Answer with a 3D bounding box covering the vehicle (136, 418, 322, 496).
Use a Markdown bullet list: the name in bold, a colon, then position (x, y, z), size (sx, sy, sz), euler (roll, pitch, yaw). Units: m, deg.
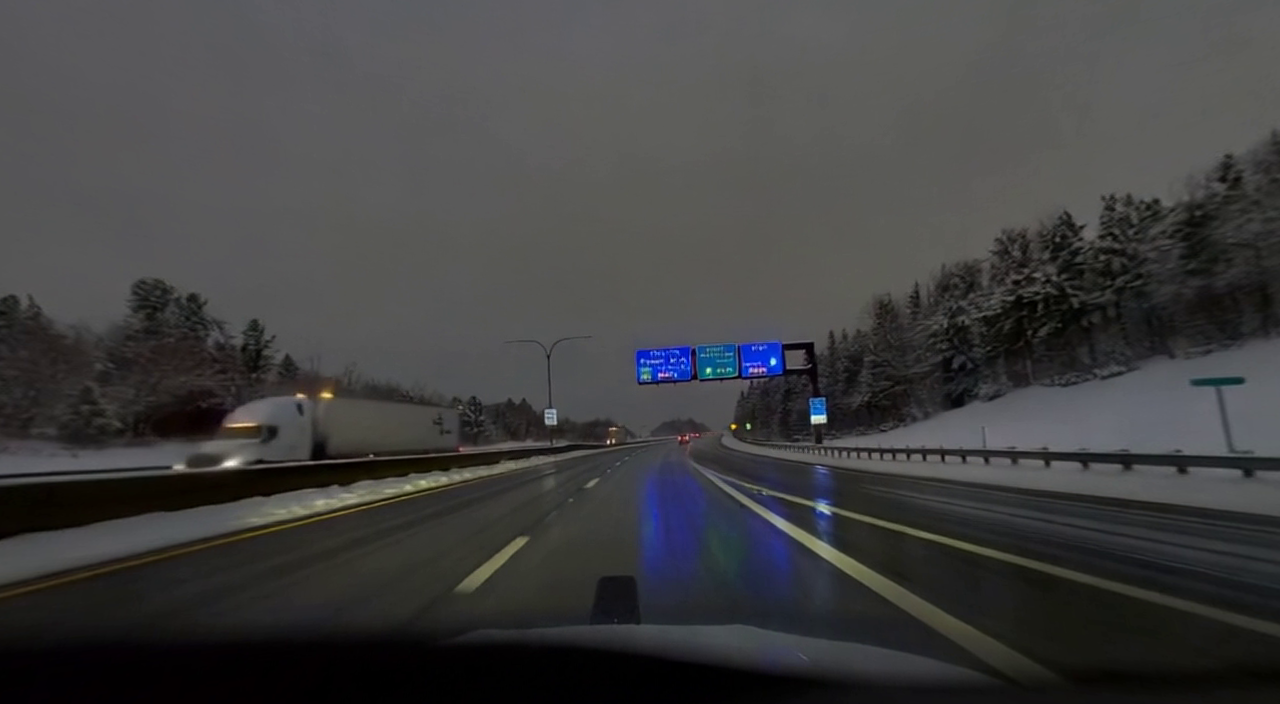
- **vehicle**: position (-12.419, 3.199, 19.604), size (2.174, 2.049, 5.156), euler (-1, -8, 2)
